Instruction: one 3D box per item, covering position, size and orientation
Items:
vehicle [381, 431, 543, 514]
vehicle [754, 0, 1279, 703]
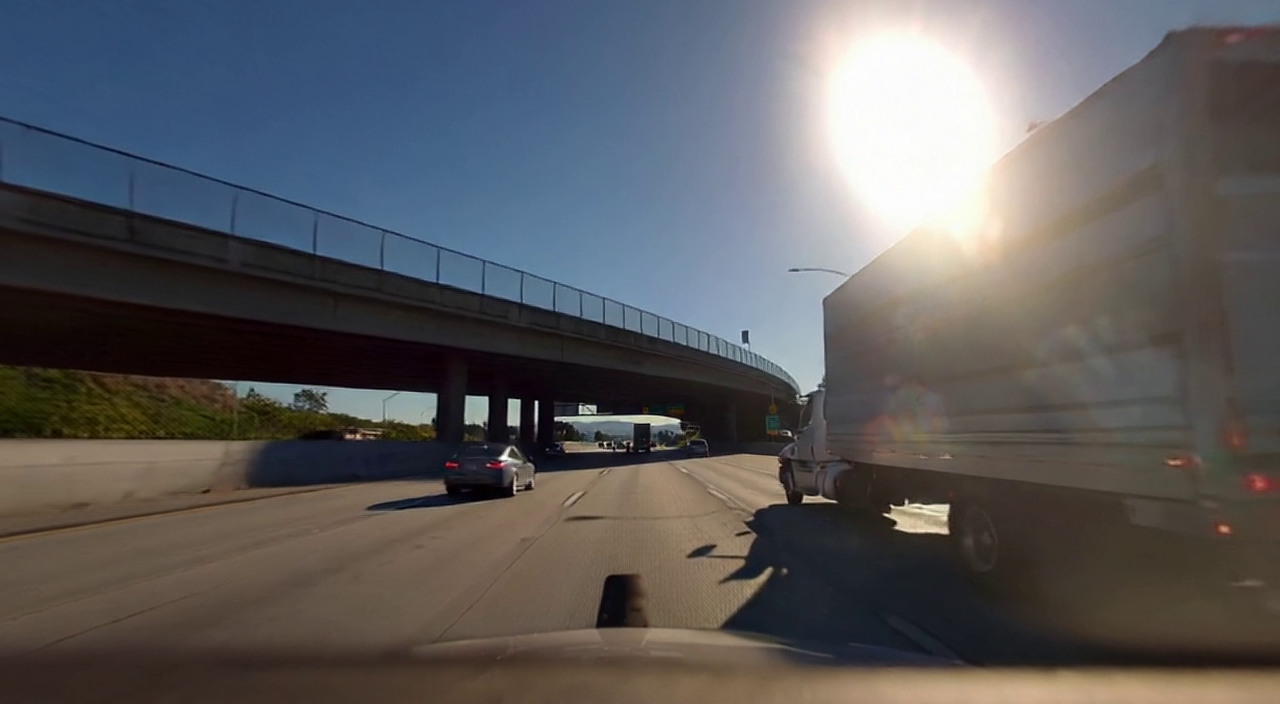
[{"bbox_3d":[-3.697,2.617,14.211,2.143,1.529,4.918,0,-8,1],"label":"vehicle"},{"bbox_3d":[3.754,0.601,6.670,3.049,3.395,10.595,0,-9,0],"label":"vehicle"}]
